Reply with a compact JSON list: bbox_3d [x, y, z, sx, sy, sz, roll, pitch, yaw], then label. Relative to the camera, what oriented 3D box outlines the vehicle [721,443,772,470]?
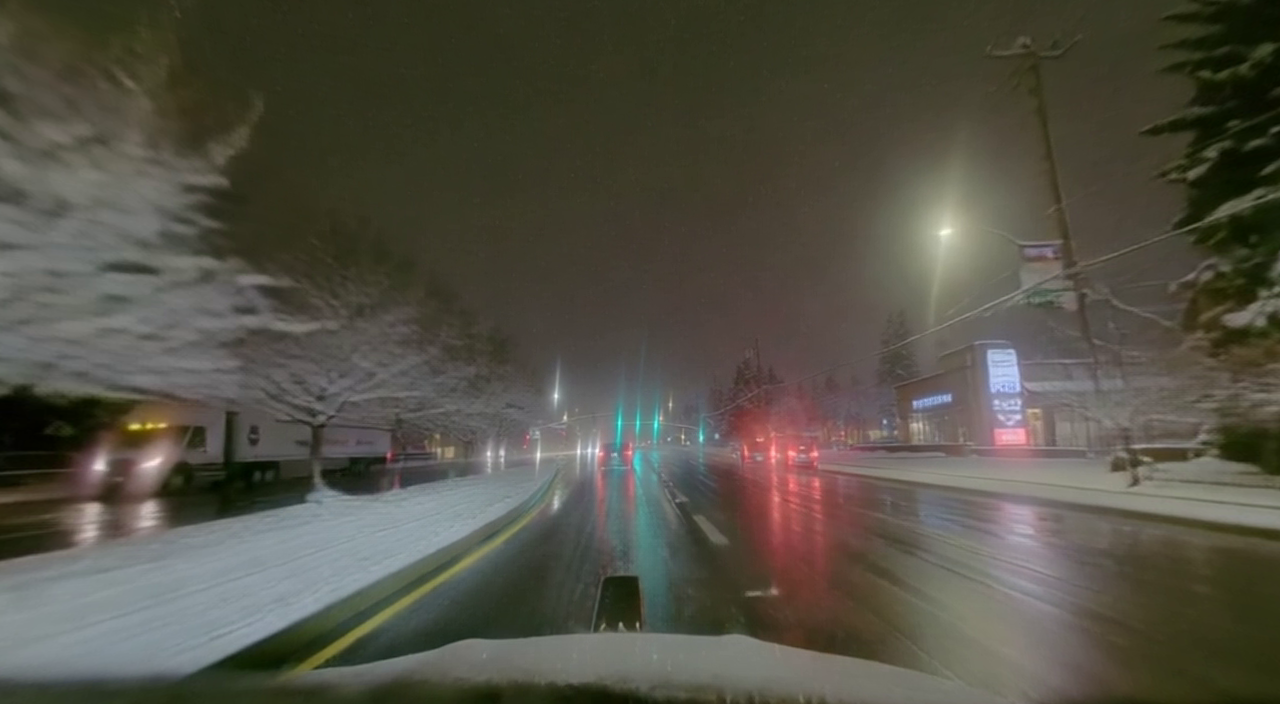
[{"bbox_3d":[6.299,6.224,37.909,2.075,1.475,4.571,0,-8,-3],"label":"vehicle"}]

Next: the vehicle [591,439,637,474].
[{"bbox_3d":[-1.319,5.062,30.744,2.072,1.545,4.578,0,-8,-4],"label":"vehicle"}]

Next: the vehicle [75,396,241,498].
[{"bbox_3d":[-19.493,3.856,25.951,2.986,3.786,4.453,0,-8,1],"label":"vehicle"}]

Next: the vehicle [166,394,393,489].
[{"bbox_3d":[-19.348,5.215,36.537,3.133,4.167,16.699,-1,-8,1],"label":"vehicle"}]
